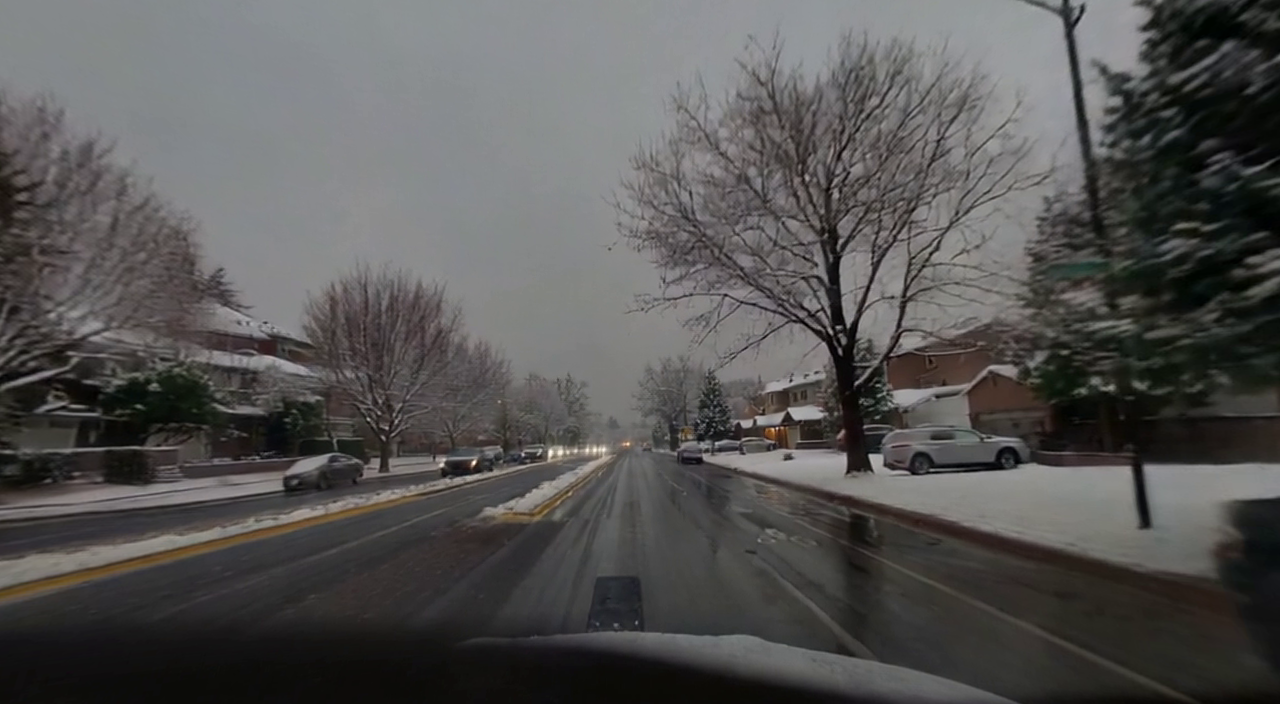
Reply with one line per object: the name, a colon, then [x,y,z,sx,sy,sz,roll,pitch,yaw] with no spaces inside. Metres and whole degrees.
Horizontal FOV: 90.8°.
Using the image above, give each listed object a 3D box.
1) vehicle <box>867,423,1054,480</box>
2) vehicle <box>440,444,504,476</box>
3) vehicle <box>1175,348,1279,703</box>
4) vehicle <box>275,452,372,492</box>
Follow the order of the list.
vehicle: [9.696,3.040,19.399,4.690,1.579,1.878,0,-8,-1]
vehicle: [-8.540,5.514,32.520,1.973,1.509,4.651,0,-8,0]
vehicle: [4.364,0.658,1.384,2.166,1.858,4.667,0,-8,-2]
vehicle: [-13.361,5.062,27.030,1.850,1.472,4.511,0,-8,-1]
